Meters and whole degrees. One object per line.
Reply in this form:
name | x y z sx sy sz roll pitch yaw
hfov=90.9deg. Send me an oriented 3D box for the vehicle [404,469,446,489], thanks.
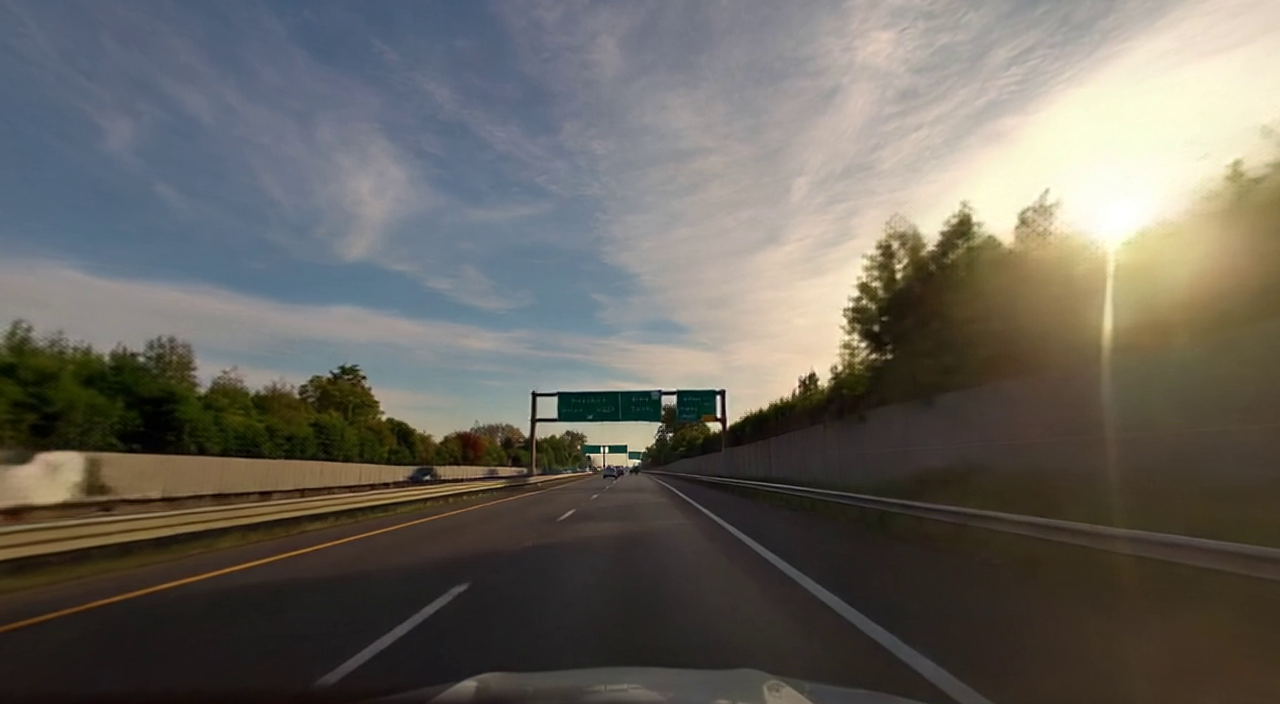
vehicle | -16.439 9.704 48.380 1.807 1.428 3.938 1 -11 1
